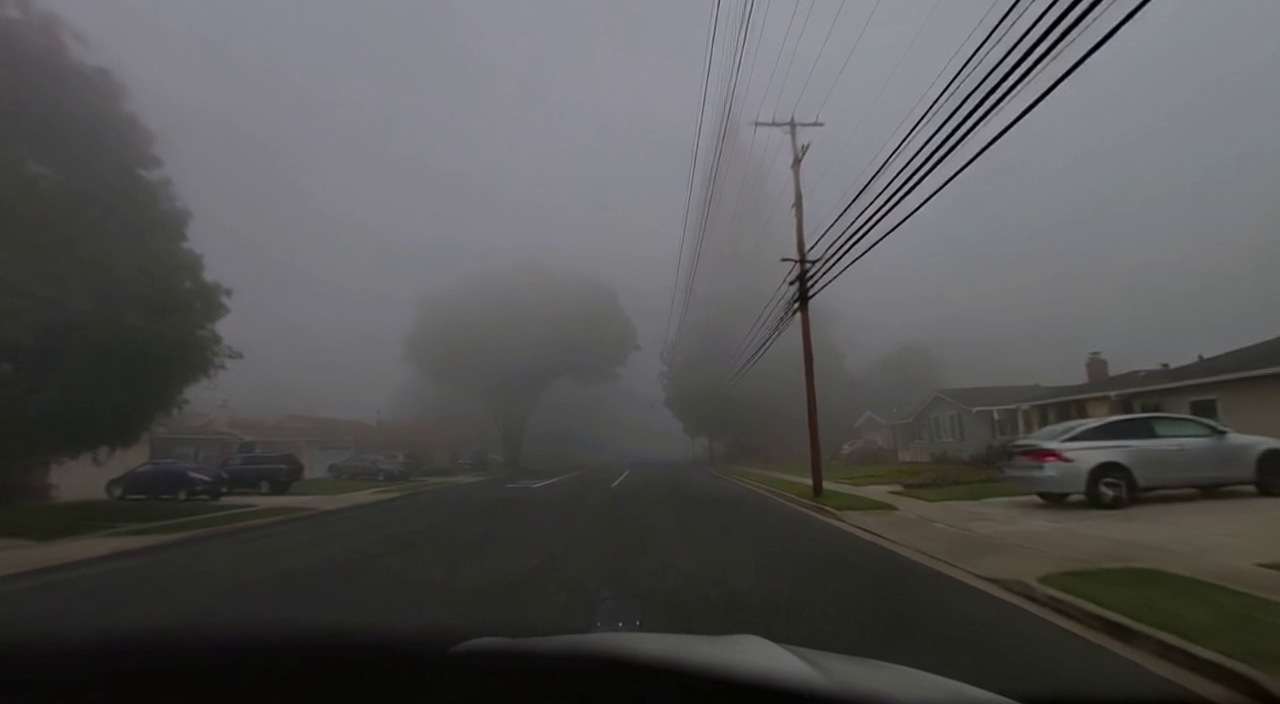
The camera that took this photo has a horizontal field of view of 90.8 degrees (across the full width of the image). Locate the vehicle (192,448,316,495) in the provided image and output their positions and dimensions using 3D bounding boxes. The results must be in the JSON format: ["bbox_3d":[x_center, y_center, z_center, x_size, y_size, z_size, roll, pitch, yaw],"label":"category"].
[{"bbox_3d":[-15.489,4.792,25.404,4.265,1.583,1.913,-6,-8,18],"label":"vehicle"}]

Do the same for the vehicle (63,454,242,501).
[{"bbox_3d":[-16.694,4.297,21.827,4.519,1.508,2.018,0,-8,2],"label":"vehicle"}]

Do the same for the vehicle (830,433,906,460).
[{"bbox_3d":[14.570,6.046,40.547,4.078,1.516,1.798,-3,-8,2],"label":"vehicle"}]

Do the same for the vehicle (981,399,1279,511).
[{"bbox_3d":[9.235,1.818,11.355,4.952,1.775,2.089,0,-8,-1],"label":"vehicle"}]

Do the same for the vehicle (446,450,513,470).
[{"bbox_3d":[-12.570,8.466,49.547,4.718,1.454,1.843,-1,-8,6],"label":"vehicle"}]

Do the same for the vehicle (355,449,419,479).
[{"bbox_3d":[-15.184,6.698,38.158,1.816,1.614,4.866,0,-8,1],"label":"vehicle"}]
